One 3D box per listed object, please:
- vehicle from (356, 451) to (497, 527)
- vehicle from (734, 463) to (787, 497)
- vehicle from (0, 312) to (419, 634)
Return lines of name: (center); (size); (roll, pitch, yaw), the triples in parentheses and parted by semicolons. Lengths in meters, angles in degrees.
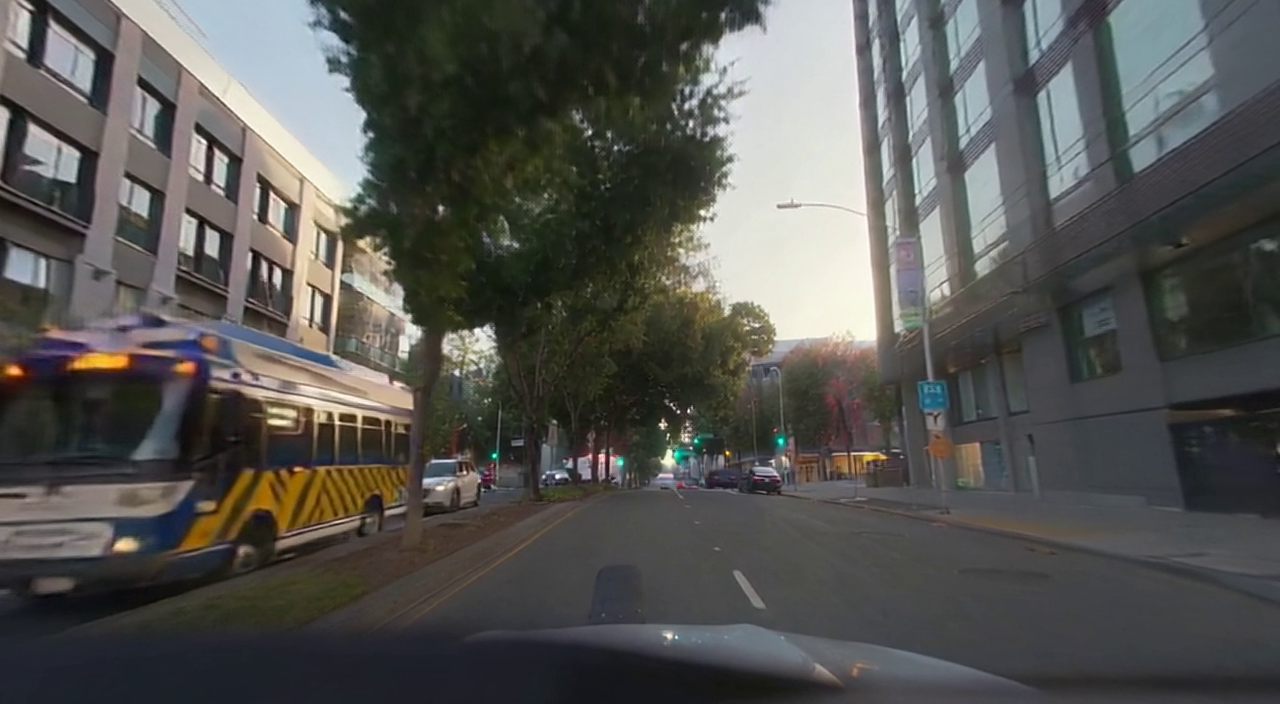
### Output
vehicle: (-4.926, 3.185, 15.250); (1.914, 1.530, 3.980); (0, -8, 1)
vehicle: (6.354, 6.762, 33.748); (1.888, 1.536, 4.381); (0, -8, -1)
vehicle: (-5.098, 1.406, 8.237); (2.268, 2.708, 5.699); (0, -8, 1)
